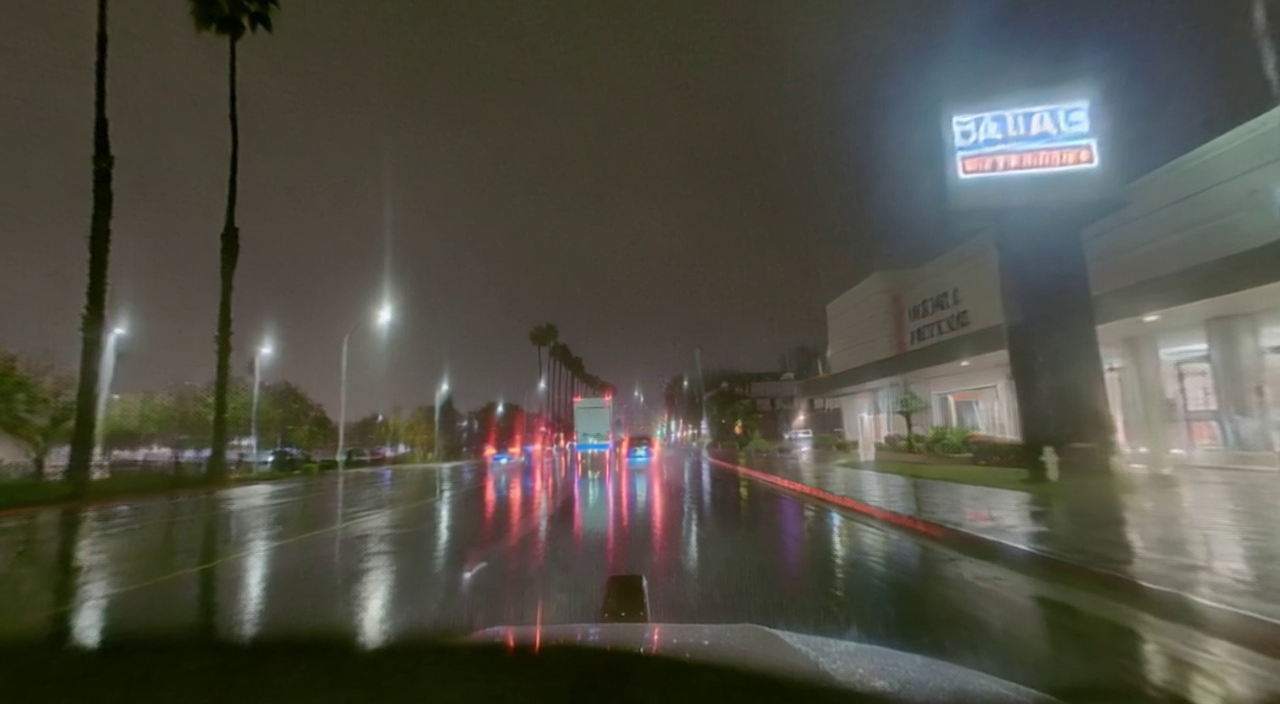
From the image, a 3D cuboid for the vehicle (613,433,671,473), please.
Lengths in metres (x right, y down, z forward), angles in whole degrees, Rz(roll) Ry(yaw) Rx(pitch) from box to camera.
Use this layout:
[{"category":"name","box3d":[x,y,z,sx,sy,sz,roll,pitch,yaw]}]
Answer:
[{"category":"vehicle","box3d":[0.114,4.103,25.613,2.144,1.514,4.063,0,-9,1]}]

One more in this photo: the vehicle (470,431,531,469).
[{"category":"vehicle","box3d":[-7.060,5.023,32.246,2.014,1.830,4.281,0,-9,2]}]

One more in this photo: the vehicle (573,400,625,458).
[{"category":"vehicle","box3d":[-2.966,6.163,48.945,2.992,3.949,11.815,0,-9,1]}]
